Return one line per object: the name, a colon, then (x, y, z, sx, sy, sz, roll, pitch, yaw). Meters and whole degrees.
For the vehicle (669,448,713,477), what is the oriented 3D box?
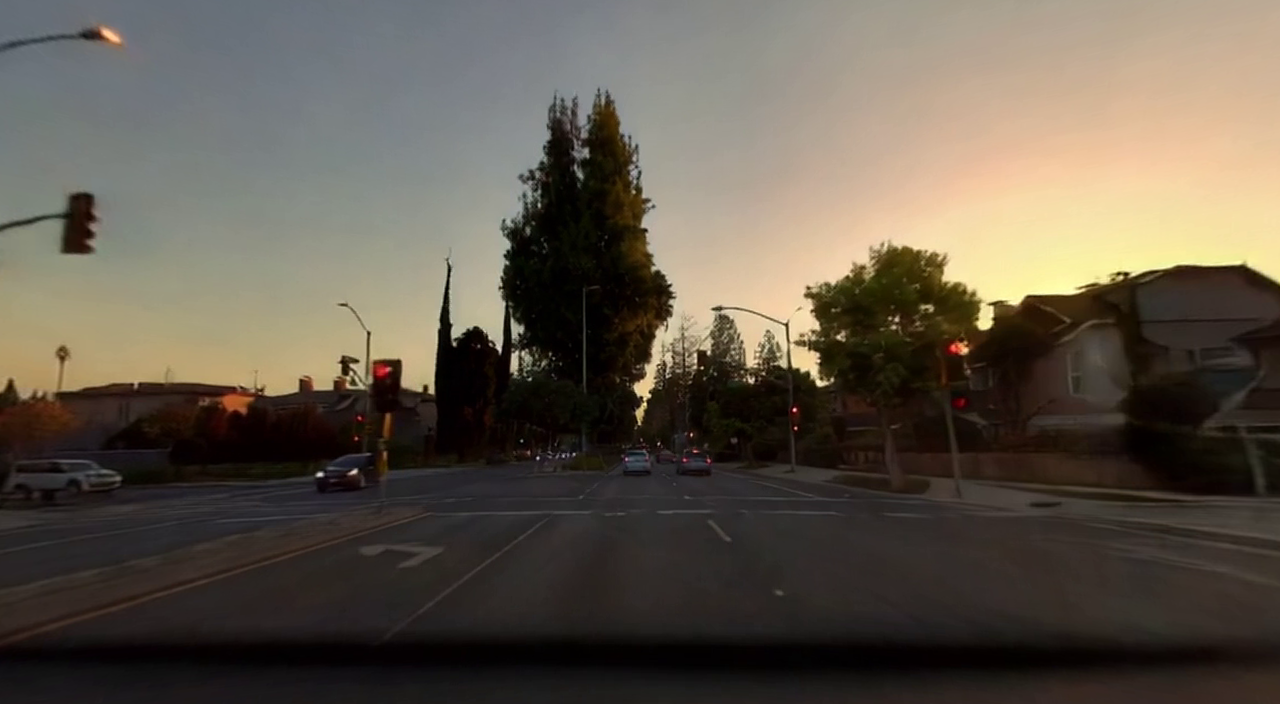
vehicle: (2.862, 6.296, 36.311, 2.057, 1.496, 4.401, 0, -8, -2)

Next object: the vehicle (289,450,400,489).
vehicle: (-16.153, 6.405, 34.791, 2.188, 1.940, 5.008, -6, -11, 36)

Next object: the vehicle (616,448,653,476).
vehicle: (-0.327, 6.407, 36.985, 2.018, 1.511, 3.993, 0, -8, -1)

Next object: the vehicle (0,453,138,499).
vehicle: (-25.172, 5.430, 27.655, 4.634, 1.840, 2.025, -1, -10, 1)
